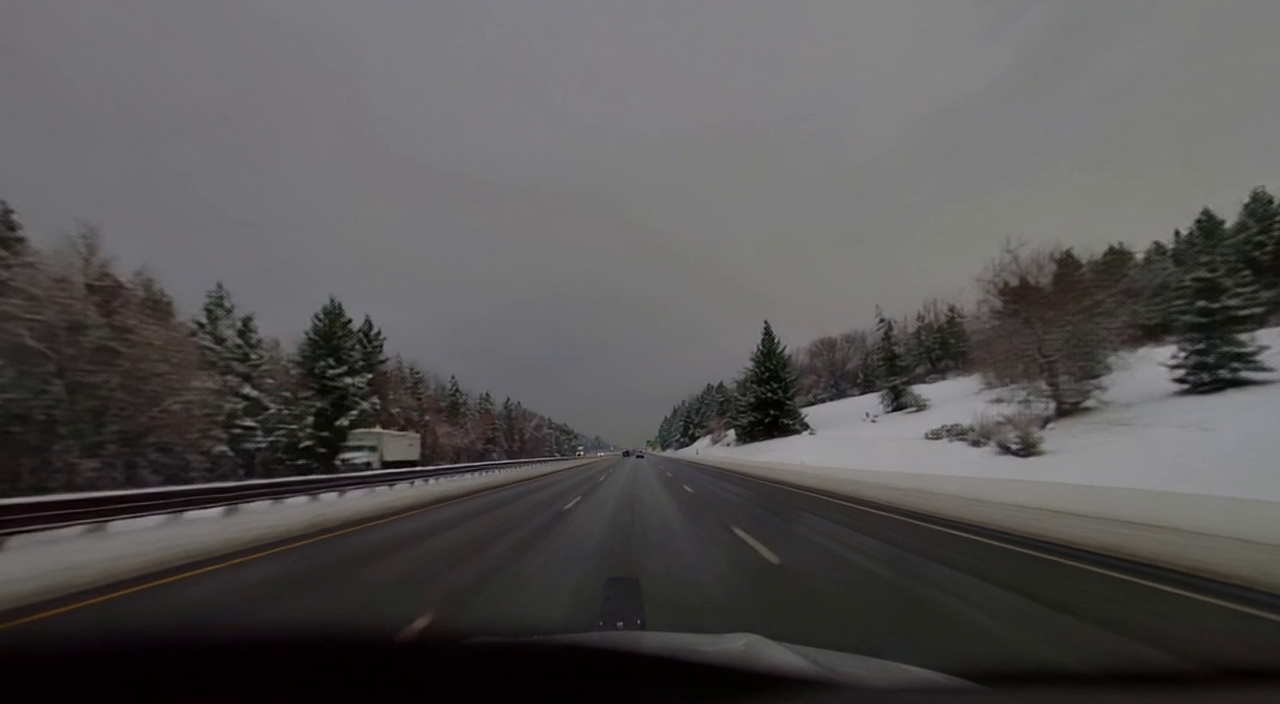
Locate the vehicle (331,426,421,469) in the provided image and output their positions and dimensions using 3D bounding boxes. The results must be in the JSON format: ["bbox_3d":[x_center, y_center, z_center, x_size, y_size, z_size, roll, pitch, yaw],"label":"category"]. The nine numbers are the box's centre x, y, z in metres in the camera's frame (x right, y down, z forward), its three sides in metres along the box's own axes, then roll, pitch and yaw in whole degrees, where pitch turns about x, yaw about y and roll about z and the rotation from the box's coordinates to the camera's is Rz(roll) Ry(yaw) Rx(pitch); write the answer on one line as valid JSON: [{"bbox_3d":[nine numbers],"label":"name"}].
[{"bbox_3d":[-19.632,7.209,47.459,3.661,2.973,6.879,0,-9,0],"label":"vehicle"}]
